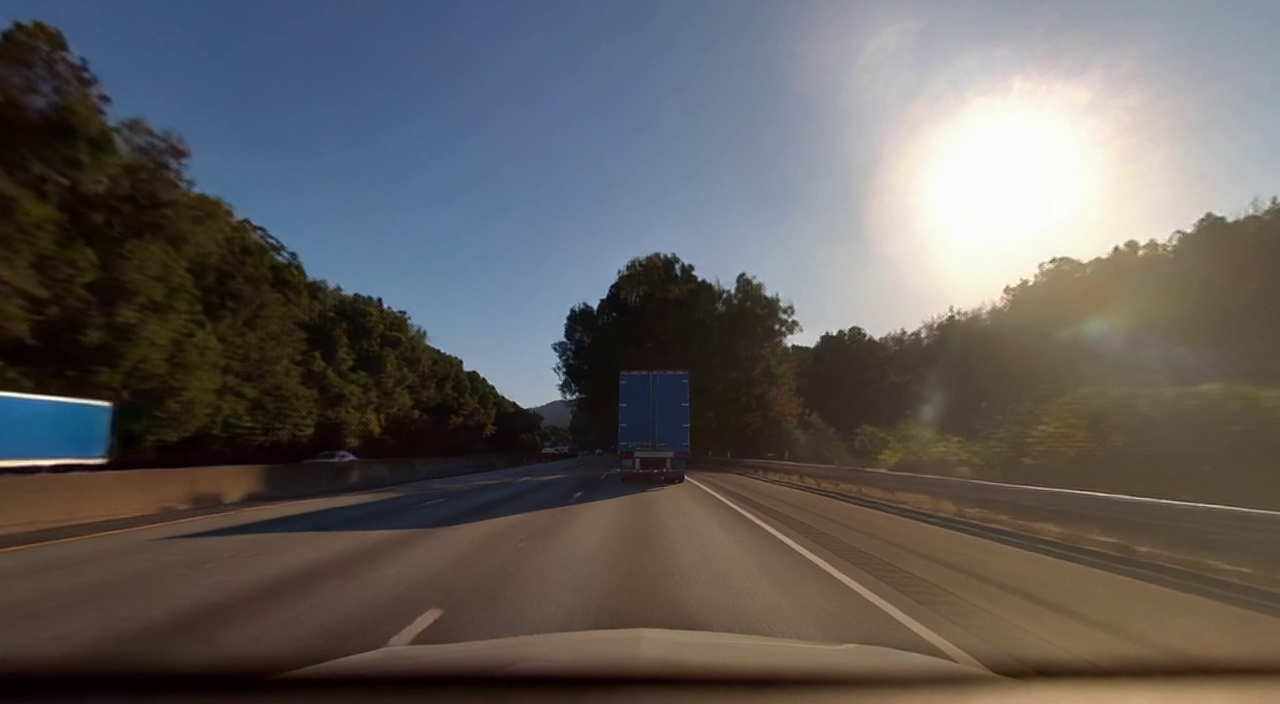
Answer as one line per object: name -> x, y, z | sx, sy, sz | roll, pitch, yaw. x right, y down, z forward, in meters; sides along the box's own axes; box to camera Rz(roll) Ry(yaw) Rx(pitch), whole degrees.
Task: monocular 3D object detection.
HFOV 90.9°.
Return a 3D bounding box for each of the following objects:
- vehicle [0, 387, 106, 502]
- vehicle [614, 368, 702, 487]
vehicle -> -23.845, 2.754, 18.933 | 2.911, 3.971, 14.598 | 0, -9, 0
vehicle -> 0.543, 3.270, 26.106 | 2.898, 3.973, 10.063 | 0, -9, -1
